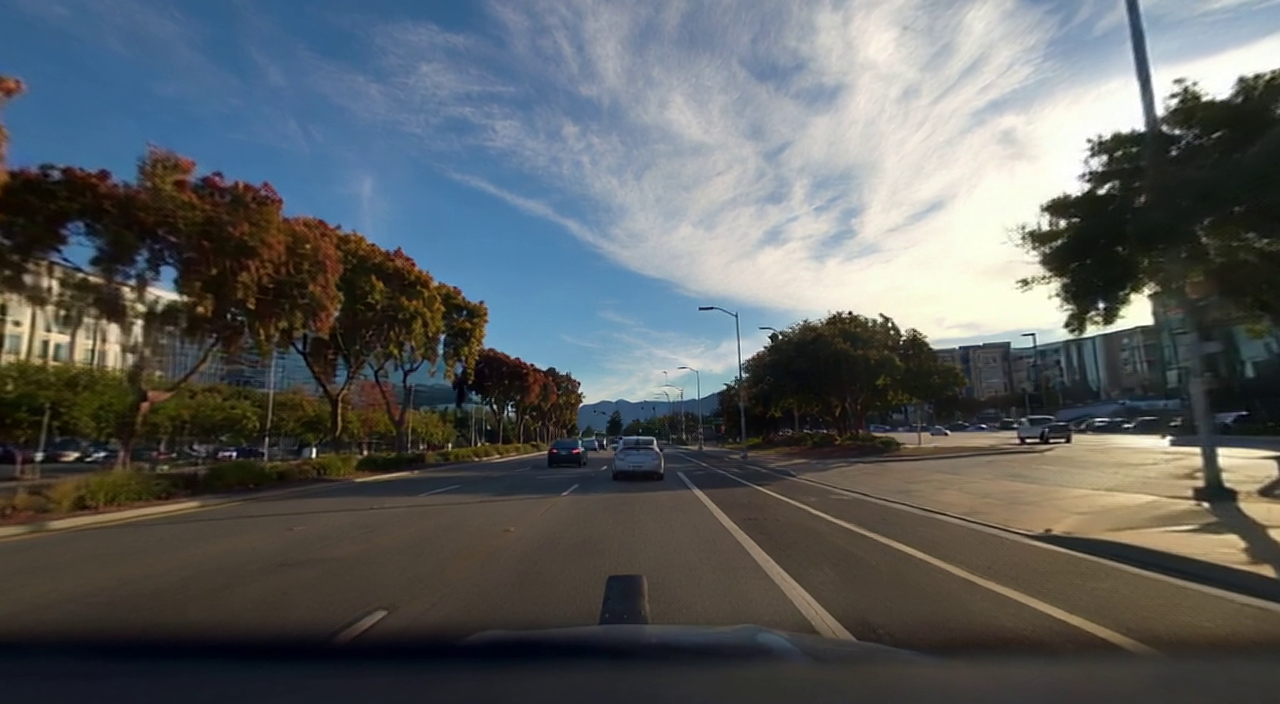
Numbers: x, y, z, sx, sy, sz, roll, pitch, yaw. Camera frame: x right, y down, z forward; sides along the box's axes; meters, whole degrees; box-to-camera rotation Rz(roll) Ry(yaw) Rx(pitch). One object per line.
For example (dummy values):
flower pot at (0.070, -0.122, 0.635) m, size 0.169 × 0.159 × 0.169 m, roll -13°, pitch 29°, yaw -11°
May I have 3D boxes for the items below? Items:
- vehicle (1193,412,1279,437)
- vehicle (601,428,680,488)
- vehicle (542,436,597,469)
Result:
vehicle at (45.069, 5.476, 47.366) m, size 4.851 × 1.673 × 1.912 m, roll -5°, pitch -10°, yaw 31°
vehicle at (0.015, 3.263, 19.673) m, size 2.199 × 1.652 × 4.101 m, roll 0°, pitch -8°, yaw 0°
vehicle at (-3.370, 4.931, 31.155) m, size 1.942 × 1.462 × 4.905 m, roll -1°, pitch -8°, yaw 2°
